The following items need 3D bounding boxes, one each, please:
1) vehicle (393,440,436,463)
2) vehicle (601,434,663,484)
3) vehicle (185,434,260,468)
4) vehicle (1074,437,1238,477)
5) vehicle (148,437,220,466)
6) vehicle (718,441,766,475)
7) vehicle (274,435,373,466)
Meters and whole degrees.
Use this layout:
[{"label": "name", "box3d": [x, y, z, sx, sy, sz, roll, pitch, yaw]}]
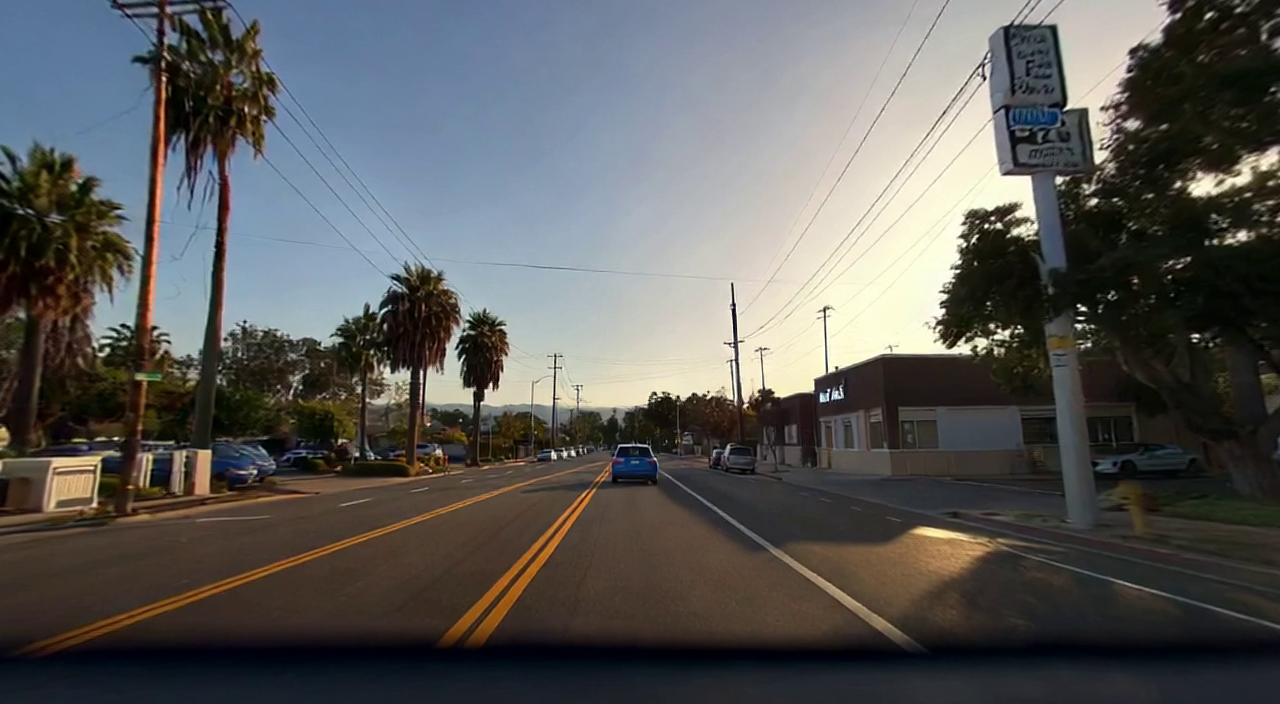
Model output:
[{"label": "vehicle", "box3d": [-17.788, 7.853, 49.866, 2.084, 1.678, 4.707, 1, -9, -7]}, {"label": "vehicle", "box3d": [-0.324, 4.283, 25.515, 2.264, 1.798, 4.563, 0, -8, -1]}, {"label": "vehicle", "box3d": [-22.159, 5.261, 33.603, 1.860, 1.656, 4.483, 2, -9, -14]}, {"label": "vehicle", "box3d": [20.164, 4.111, 24.750, 4.707, 1.461, 1.994, 0, -9, -2]}, {"label": "vehicle", "box3d": [-25.019, 5.483, 34.680, 1.760, 1.501, 3.655, 2, -9, -12]}, {"label": "vehicle", "box3d": [5.828, 6.092, 36.455, 1.945, 1.791, 4.460, 0, -9, -1]}, {"label": "vehicle", "box3d": [-19.198, 5.971, 38.339, 4.976, 1.741, 1.986, 7, -11, -40]}]
